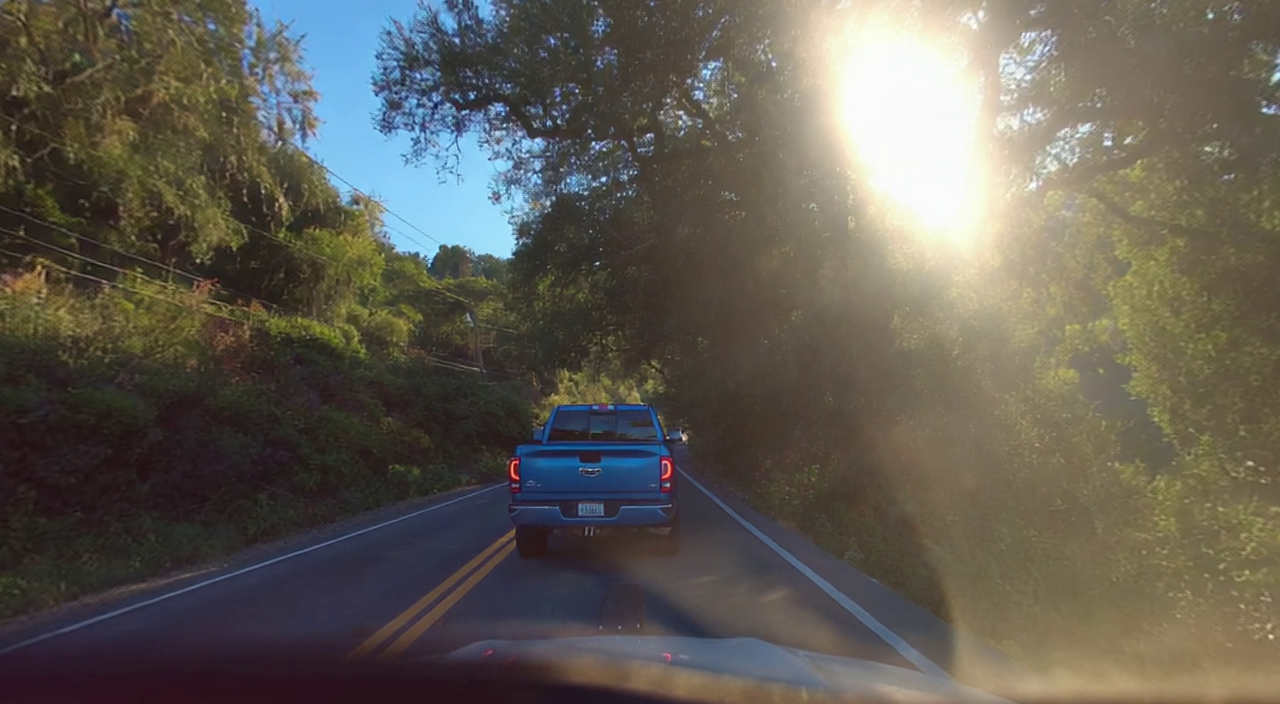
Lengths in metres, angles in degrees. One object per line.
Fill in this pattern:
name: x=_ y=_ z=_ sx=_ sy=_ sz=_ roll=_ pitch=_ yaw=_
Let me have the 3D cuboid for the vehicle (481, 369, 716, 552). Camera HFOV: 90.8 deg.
vehicle: x=-0.532 y=1.744 z=10.697 sx=2.837 sy=2.223 sz=5.885 roll=0 pitch=-8 yaw=-1
